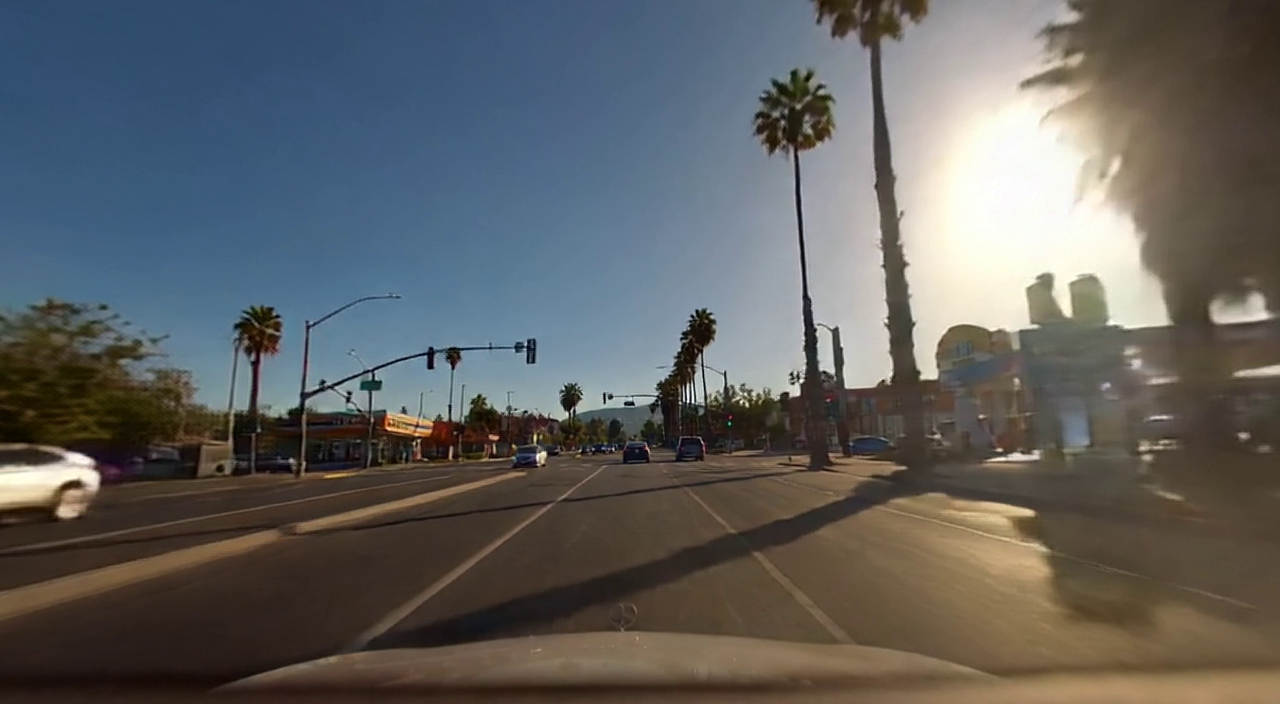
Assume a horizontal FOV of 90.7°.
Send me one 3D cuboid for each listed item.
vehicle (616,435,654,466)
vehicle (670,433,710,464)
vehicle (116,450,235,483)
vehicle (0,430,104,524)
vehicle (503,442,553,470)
[{"bbox_3d":[-0.310,5.960,38.401,2.177,1.754,3.815,0,-8,0],"label":"vehicle"},{"bbox_3d":[3.230,6.367,41.988,2.190,1.913,5.174,0,-8,-1],"label":"vehicle"},{"bbox_3d":[-22.099,5.414,30.174,4.469,1.459,1.972,-2,-8,10],"label":"vehicle"},{"bbox_3d":[-13.297,2.396,12.079,2.111,1.791,4.542,0,-8,-1],"label":"vehicle"},{"bbox_3d":[-6.252,5.826,35.823,1.979,1.480,4.553,0,-8,1],"label":"vehicle"}]
